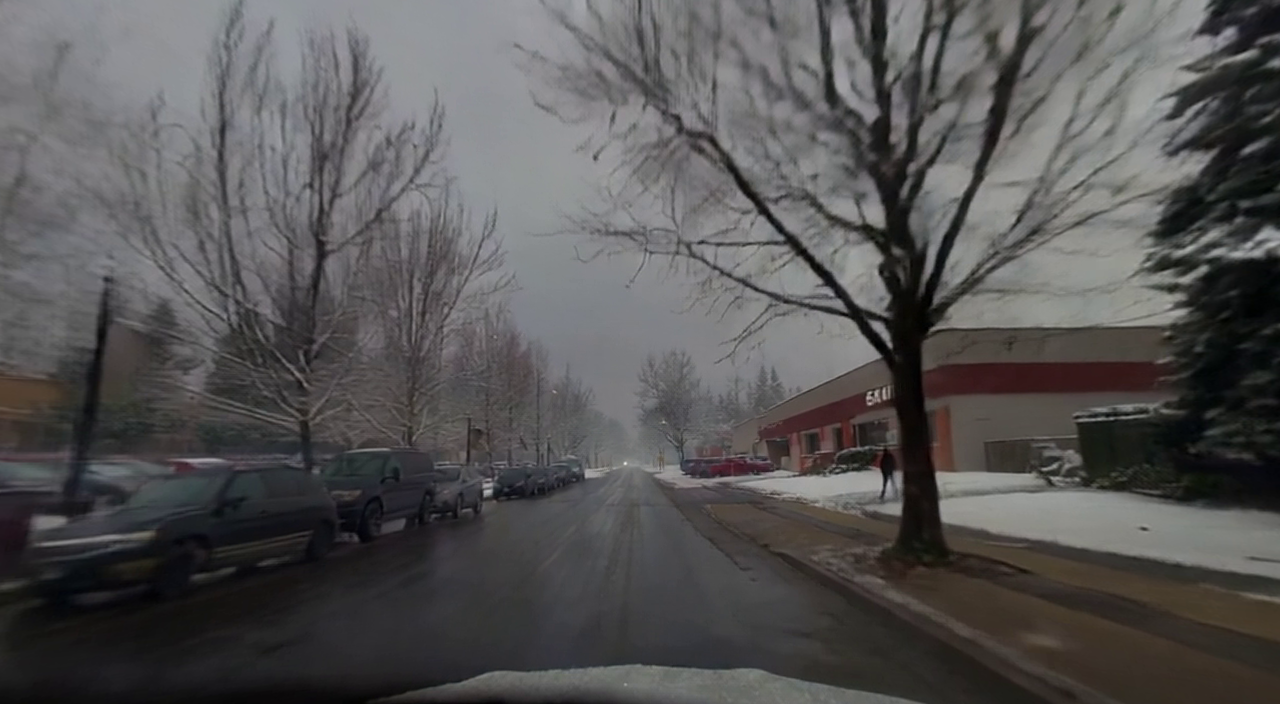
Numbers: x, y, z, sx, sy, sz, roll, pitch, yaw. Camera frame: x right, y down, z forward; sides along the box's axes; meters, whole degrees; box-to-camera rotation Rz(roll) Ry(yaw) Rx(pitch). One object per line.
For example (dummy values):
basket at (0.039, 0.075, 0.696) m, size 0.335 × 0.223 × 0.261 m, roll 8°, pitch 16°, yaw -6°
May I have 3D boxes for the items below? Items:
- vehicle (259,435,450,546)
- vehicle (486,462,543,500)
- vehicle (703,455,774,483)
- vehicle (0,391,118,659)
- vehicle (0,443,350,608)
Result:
vehicle at (-6.004, 3.014, 14.101) m, size 1.990 × 2.011 × 4.765 m, roll 1°, pitch -11°, yaw 0°
vehicle at (-5.883, 6.097, 30.011) m, size 1.832 × 1.623 × 4.424 m, roll 1°, pitch -11°, yaw 0°
vehicle at (6.258, 7.506, 40.446) m, size 4.193 × 1.665 × 1.924 m, roll 1°, pitch -11°, yaw -1°
vehicle at (-5.858, 0.960, 2.942) m, size 2.196 × 2.001 × 5.548 m, roll 1°, pitch -11°, yaw -3°
vehicle at (-6.011, 2.207, 8.733) m, size 2.060 × 1.688 × 4.083 m, roll 1°, pitch -11°, yaw -1°
